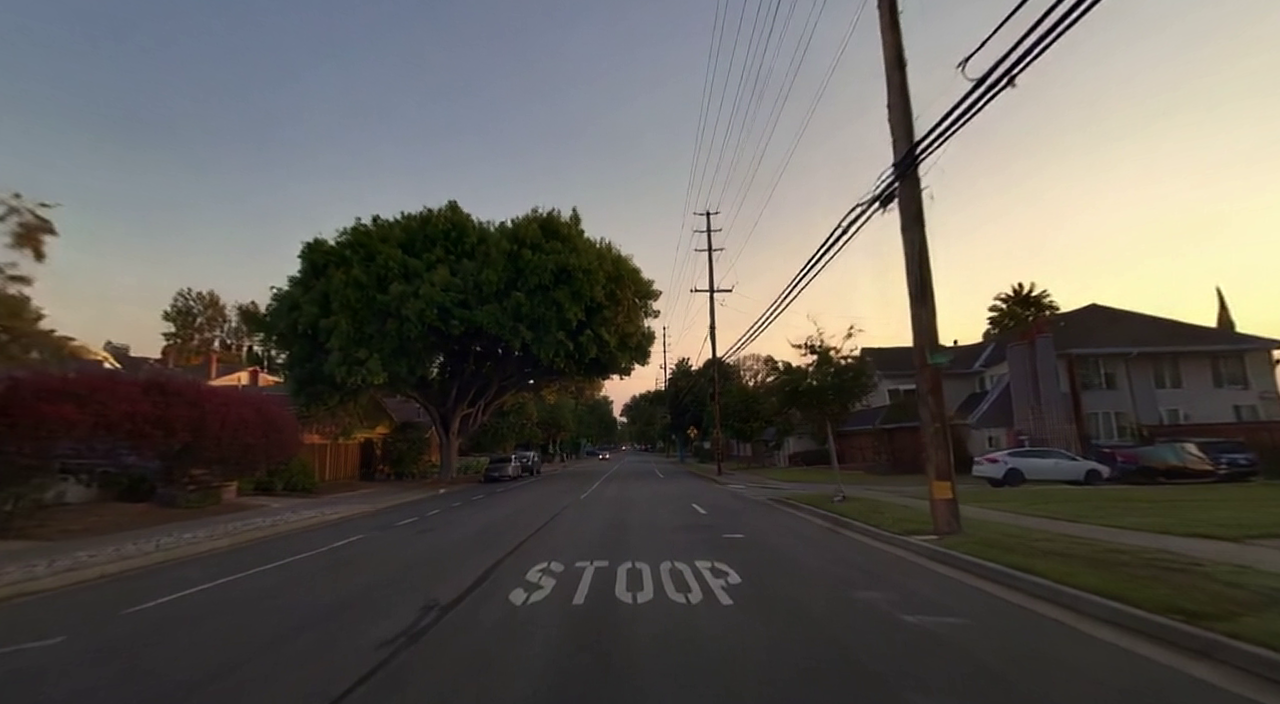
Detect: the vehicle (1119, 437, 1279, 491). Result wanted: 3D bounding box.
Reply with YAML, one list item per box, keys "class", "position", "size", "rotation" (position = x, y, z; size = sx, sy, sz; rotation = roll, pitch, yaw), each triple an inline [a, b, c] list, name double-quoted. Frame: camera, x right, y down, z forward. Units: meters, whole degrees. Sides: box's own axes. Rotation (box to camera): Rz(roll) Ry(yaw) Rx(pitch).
- class: "vehicle"
  position: [19.110, 3.716, 21.233]
  size: [4.362, 1.480, 1.903]
  rotation: [-3, -7, 0]

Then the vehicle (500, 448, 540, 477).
- class: "vehicle"
  position: [-8.223, 7.566, 43.575]
  size: [2.002, 1.747, 4.466]
  rotation: [-1, -8, -1]

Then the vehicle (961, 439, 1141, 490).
- class: "vehicle"
  position: [13.713, 3.754, 21.308]
  size: [4.624, 1.420, 2.045]
  rotation: [-2, -8, -3]
